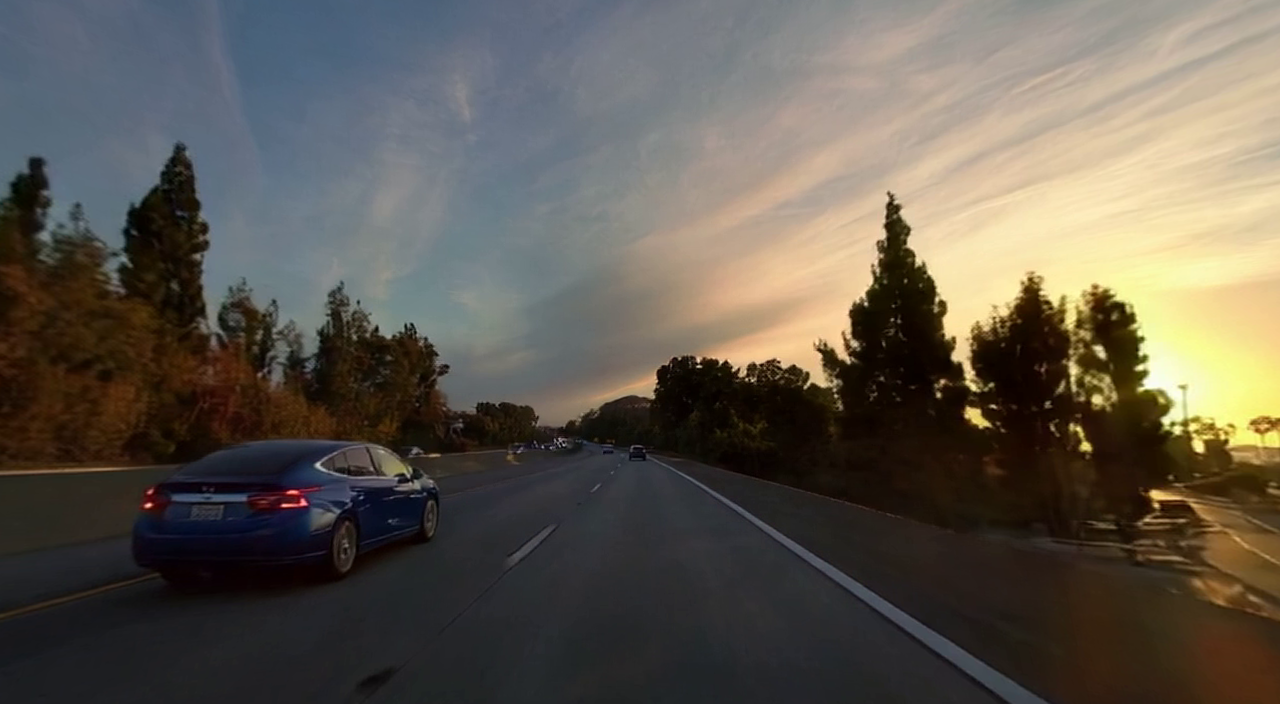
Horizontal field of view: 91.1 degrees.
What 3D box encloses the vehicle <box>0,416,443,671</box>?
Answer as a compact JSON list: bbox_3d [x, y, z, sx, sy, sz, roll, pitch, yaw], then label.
[{"bbox_3d":[-3.817,1.532,6.326,2.092,1.562,4.748,0,-8,1],"label":"vehicle"}]
